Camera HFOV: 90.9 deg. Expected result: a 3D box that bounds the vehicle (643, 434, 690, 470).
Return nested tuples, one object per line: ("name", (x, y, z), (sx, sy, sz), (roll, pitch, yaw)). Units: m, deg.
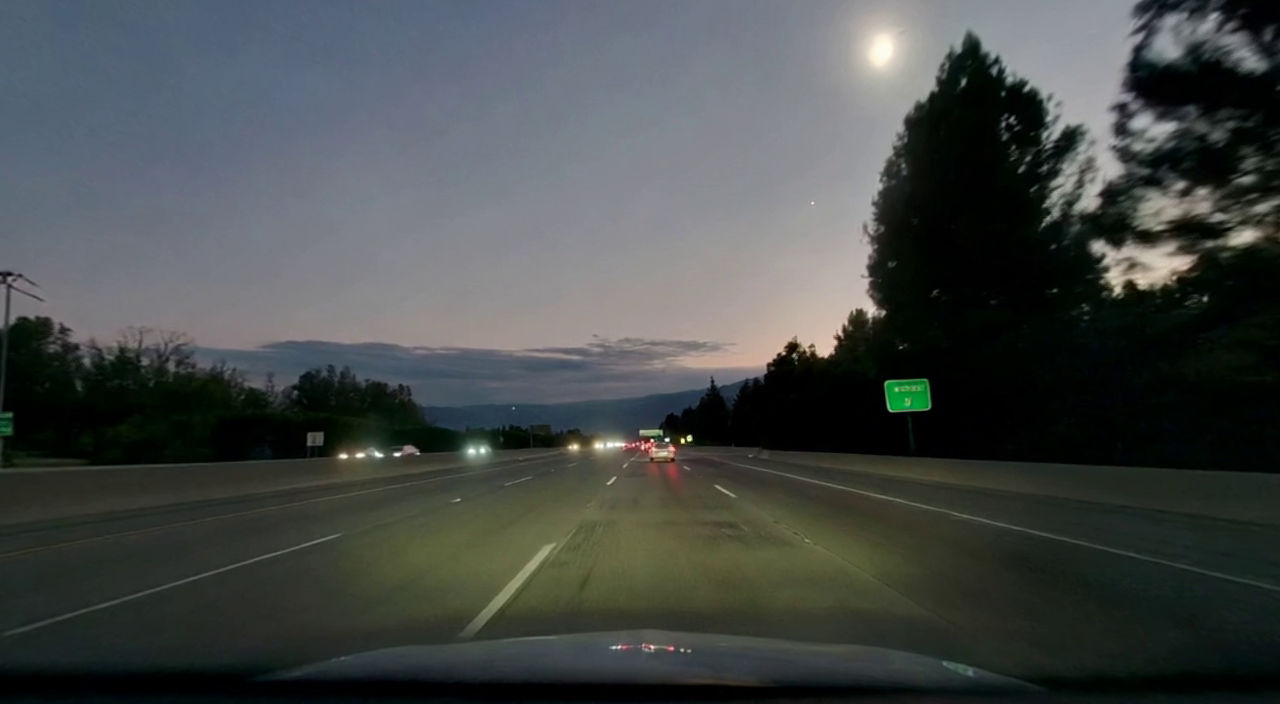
("vehicle", (1.319, 5.294, 33.658), (2.260, 1.766, 4.348), (0, -8, -1))
